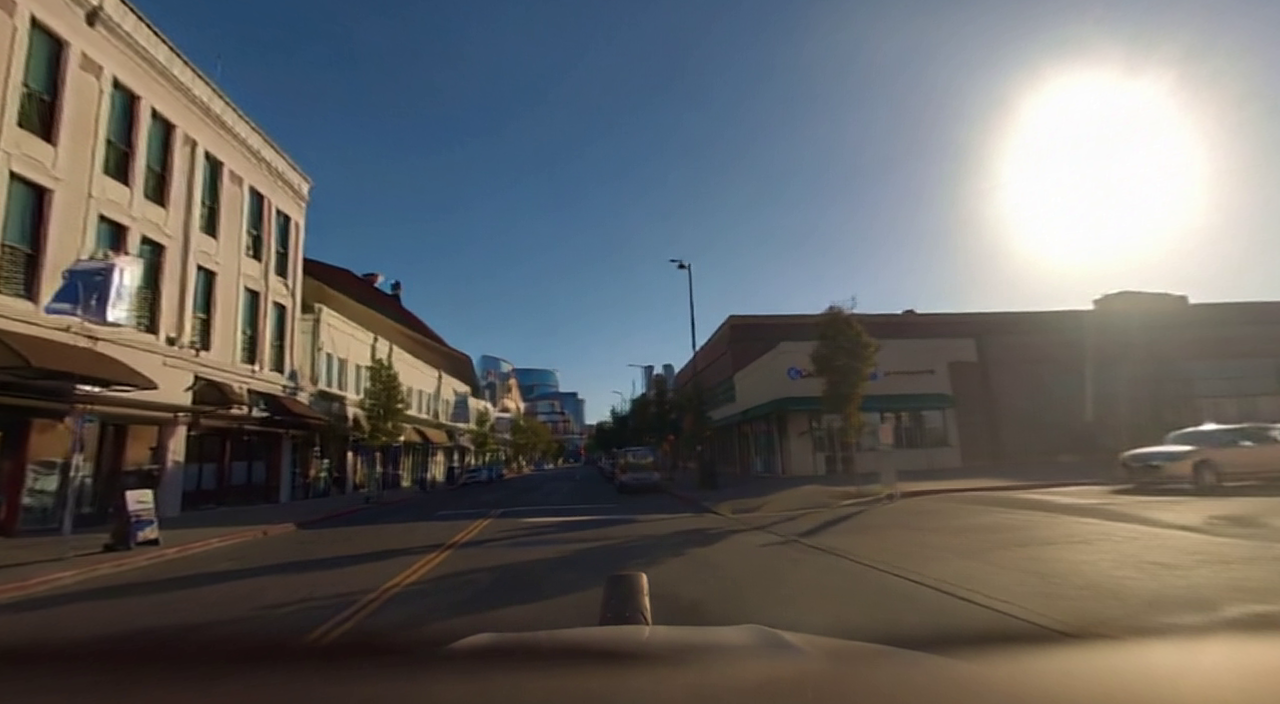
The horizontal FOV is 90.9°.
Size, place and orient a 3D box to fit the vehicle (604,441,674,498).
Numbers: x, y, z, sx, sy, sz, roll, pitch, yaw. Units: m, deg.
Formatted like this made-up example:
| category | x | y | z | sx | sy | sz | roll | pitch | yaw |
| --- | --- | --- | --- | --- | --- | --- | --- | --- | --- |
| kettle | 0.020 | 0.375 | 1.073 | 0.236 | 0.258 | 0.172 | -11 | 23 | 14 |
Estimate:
| category | x | y | z | sx | sy | sz | roll | pitch | yaw |
| --- | --- | --- | --- | --- | --- | --- | --- | --- | --- |
| vehicle | -0.167 | 4.722 | 25.431 | 2.150 | 2.013 | 4.748 | 0 | -10 | -8 |

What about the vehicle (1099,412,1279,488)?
| category | x | y | z | sx | sy | sz | roll | pitch | yaw |
| --- | --- | --- | --- | --- | --- | --- | --- | --- | --- |
| vehicle | 14.216 | 2.358 | 15.017 | 1.869 | 1.618 | 4.814 | 5 | -12 | -29 |
